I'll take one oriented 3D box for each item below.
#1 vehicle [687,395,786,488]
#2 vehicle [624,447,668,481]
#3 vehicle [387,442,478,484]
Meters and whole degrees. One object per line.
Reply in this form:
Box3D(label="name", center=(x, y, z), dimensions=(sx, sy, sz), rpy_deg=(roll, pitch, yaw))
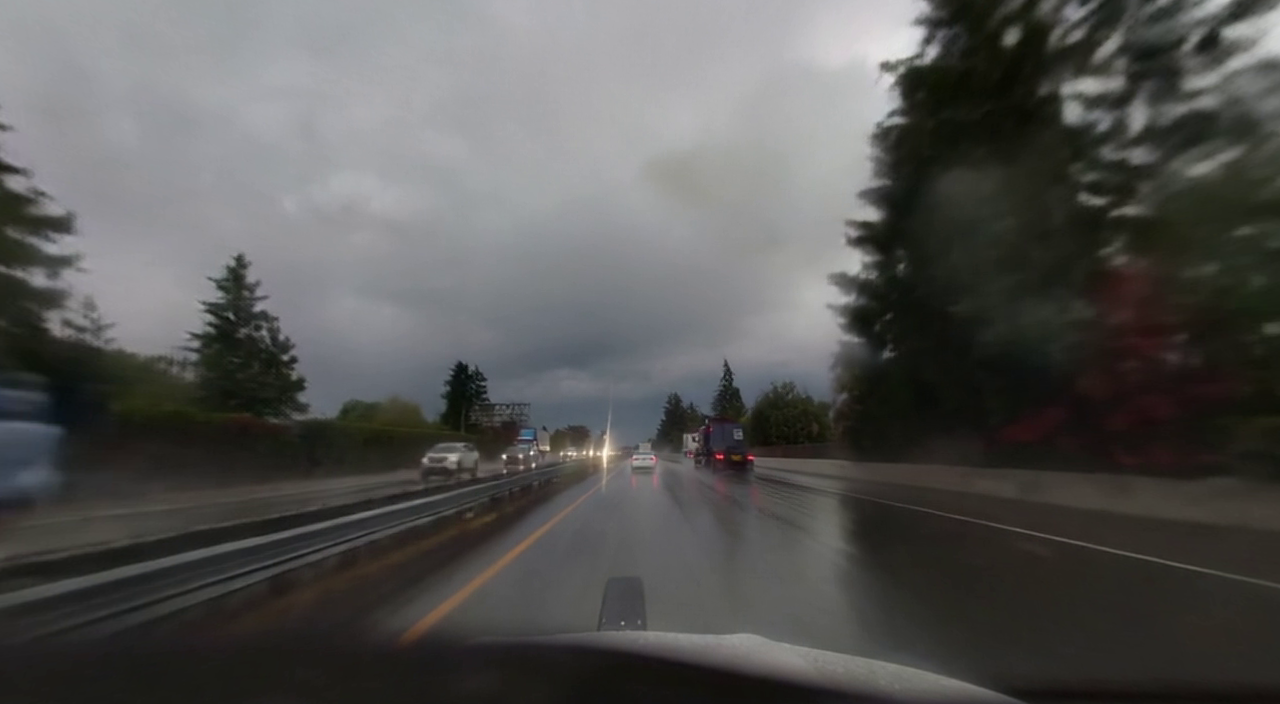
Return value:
Box3D(label="vehicle", center=(4.331, 4.532, 31.407), dimensions=(2.885, 3.679, 12.102), rpy_deg=(0, -9, 0))
Box3D(label="vehicle", center=(0.277, 5.328, 30.215), dimensions=(1.939, 1.495, 3.612), rpy_deg=(0, -9, 0))
Box3D(label="vehicle", center=(-8.017, 4.340, 24.857), dimensions=(2.039, 1.492, 4.464), rpy_deg=(0, -9, 0))
